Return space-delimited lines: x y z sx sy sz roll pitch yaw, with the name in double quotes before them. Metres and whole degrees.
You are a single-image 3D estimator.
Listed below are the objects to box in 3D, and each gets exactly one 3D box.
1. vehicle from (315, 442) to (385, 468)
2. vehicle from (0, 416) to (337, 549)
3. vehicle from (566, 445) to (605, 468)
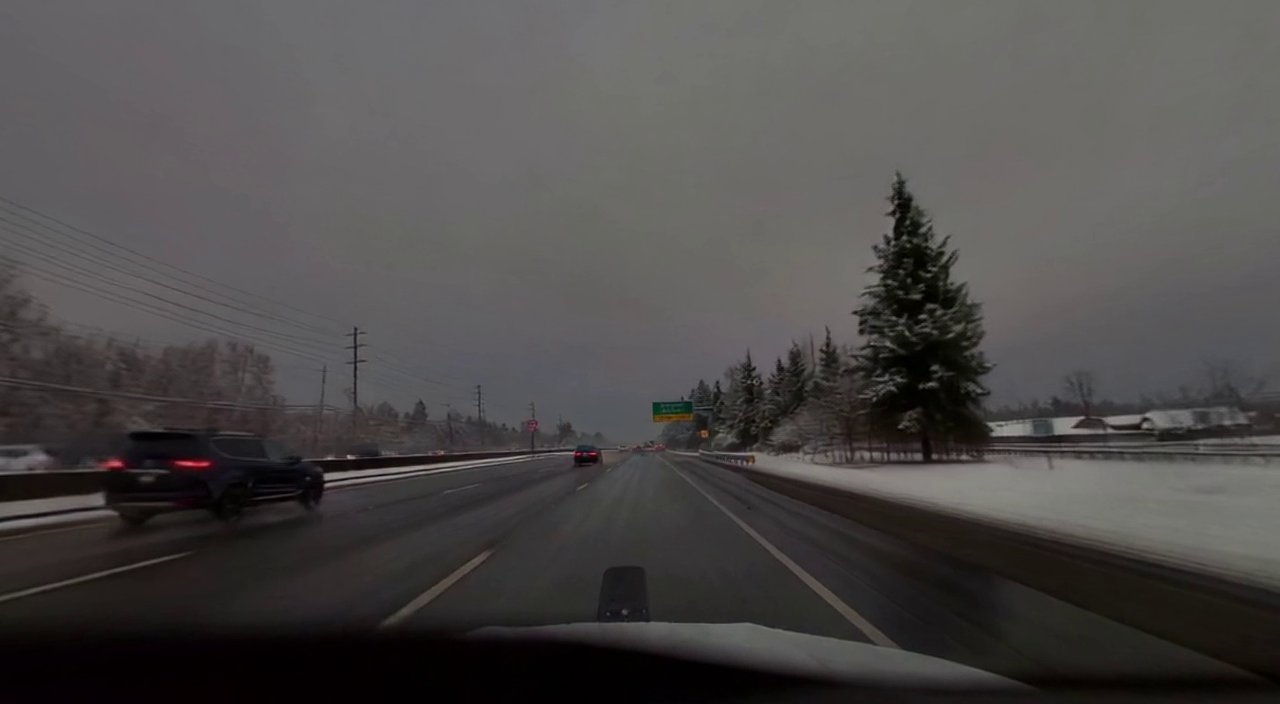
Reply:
"vehicle" -18.312 6.505 40.049 2.120 1.532 4.534 0 -9 2
"vehicle" -7.393 2.050 10.601 2.118 1.696 4.836 0 -9 1
"vehicle" -3.454 6.755 40.881 2.048 1.368 4.613 0 -9 1
